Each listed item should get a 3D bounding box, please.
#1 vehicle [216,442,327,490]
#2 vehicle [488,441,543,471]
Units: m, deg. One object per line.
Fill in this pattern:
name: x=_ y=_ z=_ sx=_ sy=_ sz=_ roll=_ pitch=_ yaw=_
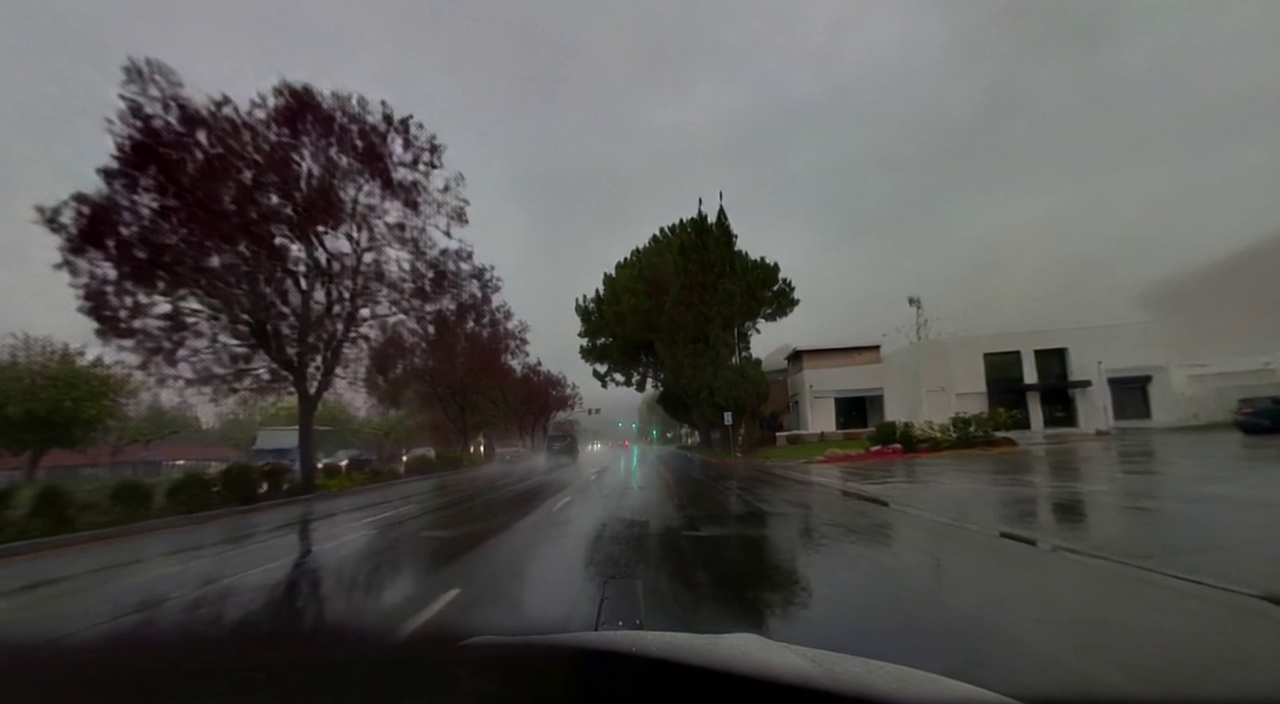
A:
vehicle: x=-14.763 y=4.561 z=25.627 sx=1.947 sy=1.784 sz=4.175 roll=0 pitch=-9 yaw=0
vehicle: x=-6.449 y=5.439 z=33.311 sx=1.970 sy=1.456 sz=4.441 roll=0 pitch=-9 yaw=0
